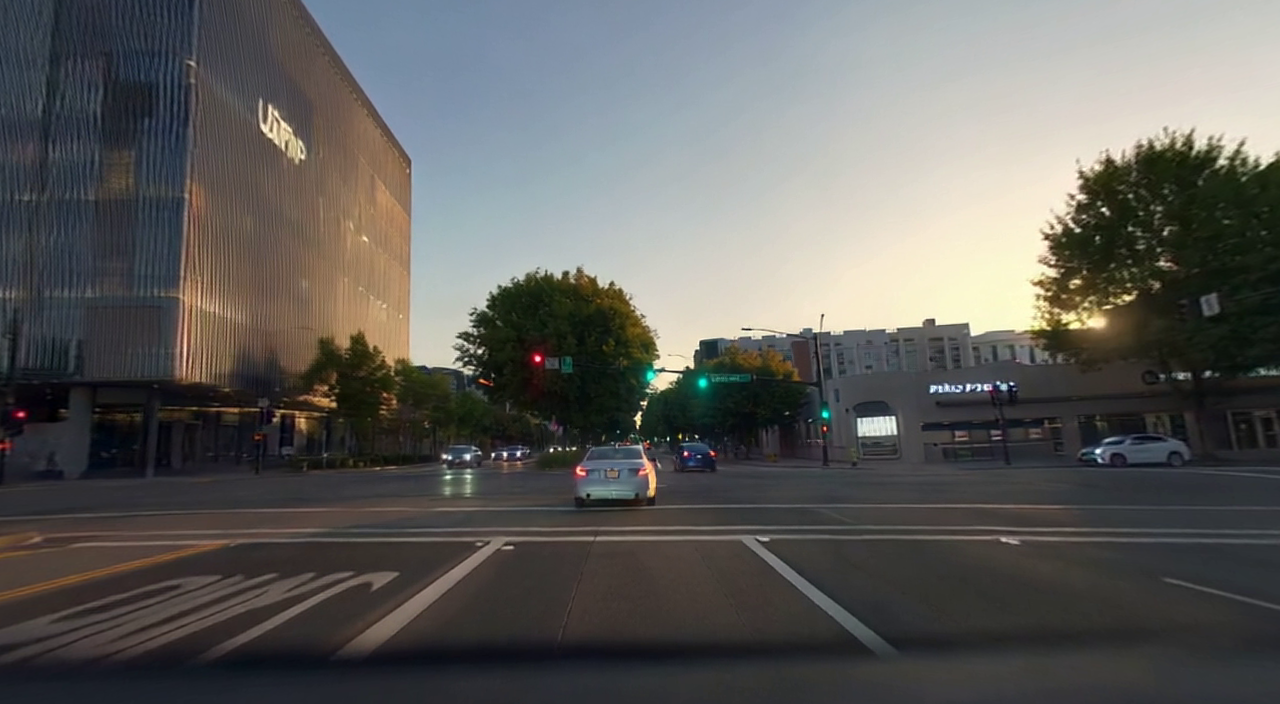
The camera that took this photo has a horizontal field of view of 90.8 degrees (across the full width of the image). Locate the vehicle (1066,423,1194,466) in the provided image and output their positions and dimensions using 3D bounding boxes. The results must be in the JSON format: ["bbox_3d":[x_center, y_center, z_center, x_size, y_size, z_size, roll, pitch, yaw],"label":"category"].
[{"bbox_3d":[23.964,4.546,31.018,4.384,2.000,2.345,1,-9,-4],"label":"vehicle"}]

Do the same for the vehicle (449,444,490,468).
[{"bbox_3d":[-12.685,7.745,47.158,2.000,1.507,4.286,-3,-8,-2],"label":"vehicle"}]

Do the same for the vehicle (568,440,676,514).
[{"bbox_3d":[-0.400,2.786,14.710,2.144,1.398,3.963,1,-7,-1],"label":"vehicle"}]

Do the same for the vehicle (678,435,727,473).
[{"bbox_3d":[3.220,5.335,33.333,2.078,1.799,4.089,1,-7,-1],"label":"vehicle"}]
